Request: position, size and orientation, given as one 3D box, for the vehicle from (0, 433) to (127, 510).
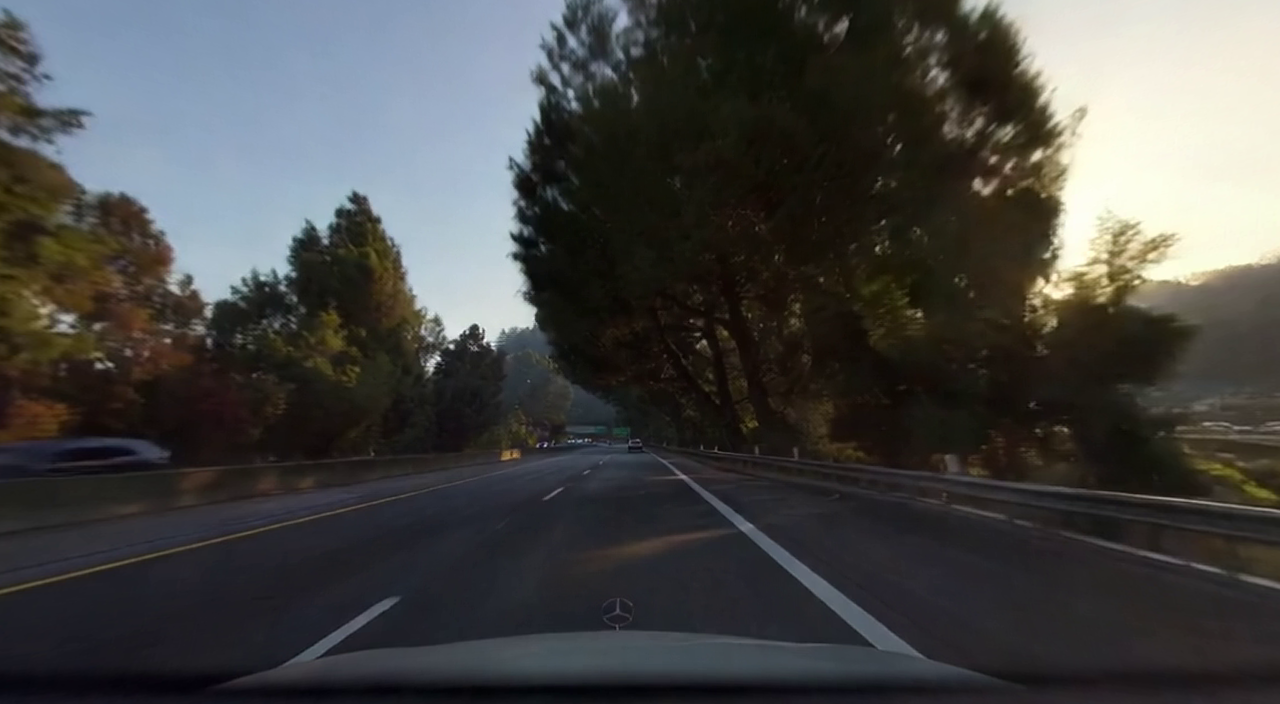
[{"bbox_3d":[-13.323,2.441,13.040,2.049,1.467,3.924,0,-8,0],"label":"vehicle"}]
